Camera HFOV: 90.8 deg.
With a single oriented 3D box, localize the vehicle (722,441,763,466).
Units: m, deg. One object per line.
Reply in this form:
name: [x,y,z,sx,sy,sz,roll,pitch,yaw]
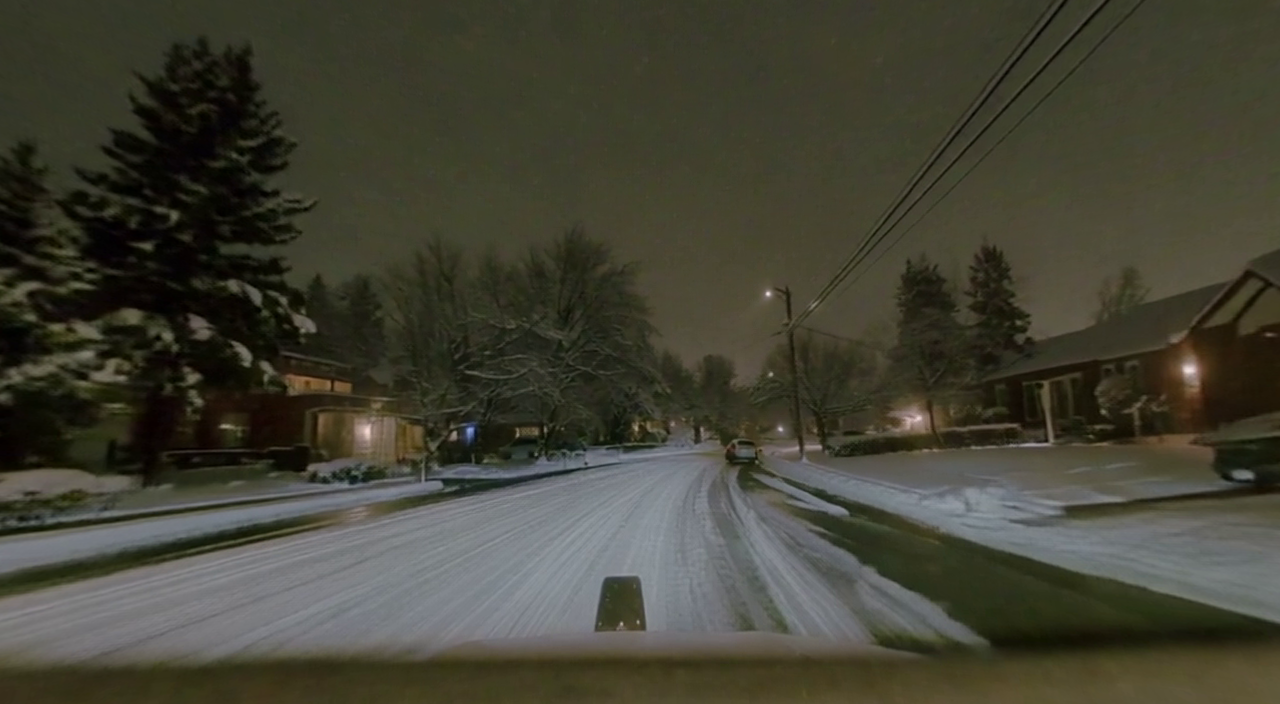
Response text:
vehicle: [6.649,6.643,41.565,2.088,1.522,4.449,-1,-9,2]
